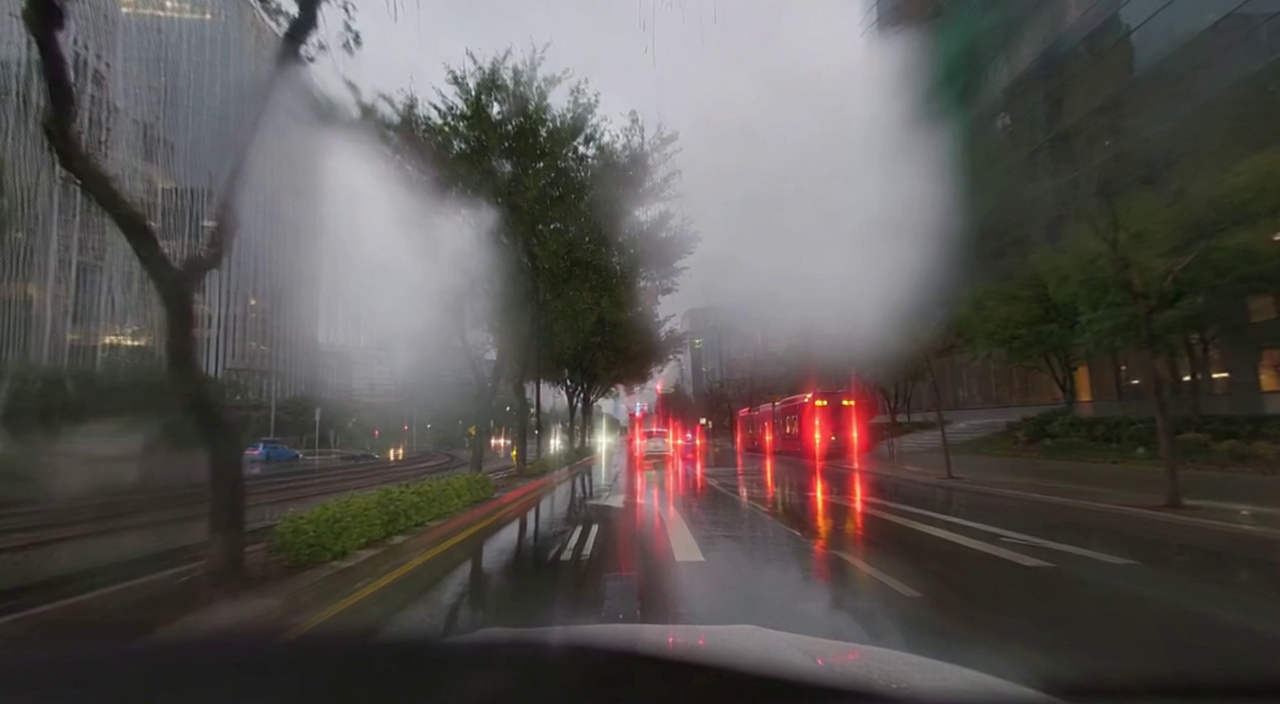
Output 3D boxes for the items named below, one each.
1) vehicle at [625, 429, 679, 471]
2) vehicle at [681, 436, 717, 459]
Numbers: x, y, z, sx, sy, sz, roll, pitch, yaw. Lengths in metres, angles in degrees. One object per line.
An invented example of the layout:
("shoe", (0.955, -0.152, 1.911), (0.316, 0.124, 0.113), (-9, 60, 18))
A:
("vehicle", (0.488, 4.264, 27.510), (2.190, 1.684, 4.084), (0, -9, 0))
("vehicle", (4.049, 6.648, 43.864), (1.916, 1.466, 4.529), (0, -9, -1))
